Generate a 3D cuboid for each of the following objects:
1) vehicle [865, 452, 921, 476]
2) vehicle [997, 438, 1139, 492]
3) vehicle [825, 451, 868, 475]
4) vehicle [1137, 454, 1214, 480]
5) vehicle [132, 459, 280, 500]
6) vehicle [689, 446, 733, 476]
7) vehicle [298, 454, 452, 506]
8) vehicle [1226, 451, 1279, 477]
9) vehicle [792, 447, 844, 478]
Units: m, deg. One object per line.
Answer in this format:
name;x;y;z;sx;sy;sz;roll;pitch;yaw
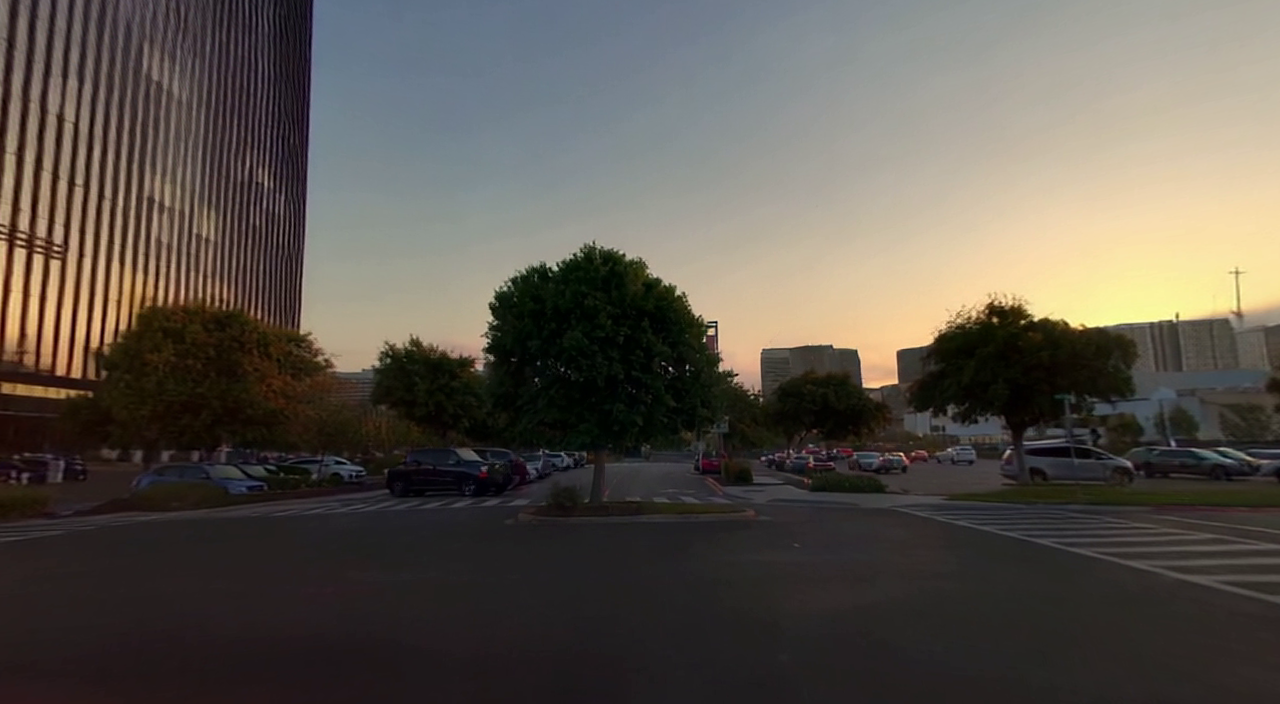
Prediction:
vehicle;17.093;7.550;42.882;1.971;1.478;4.477;0;-8;1
vehicle;16.477;4.356;24.757;2.048;1.852;4.998;0;-8;0
vehicle;14.184;7.625;43.568;1.935;1.477;3.719;-1;-8;4
vehicle;31.232;6.681;36.946;1.519;1.371;3.278;0;-8;-1
vehicle;-16.599;4.862;24.293;4.331;1.437;1.876;-1;-8;3
vehicle;4.546;7.051;41.186;2.262;1.794;5.331;0;-8;0
vehicle;-8.690;4.142;20.841;4.442;1.504;1.809;4;-10;-28
vehicle;36.955;6.489;36.775;1.678;1.423;4.191;-1;-9;1
vehicle;10.524;6.544;37.659;1.936;1.673;4.305;0;-8;2
